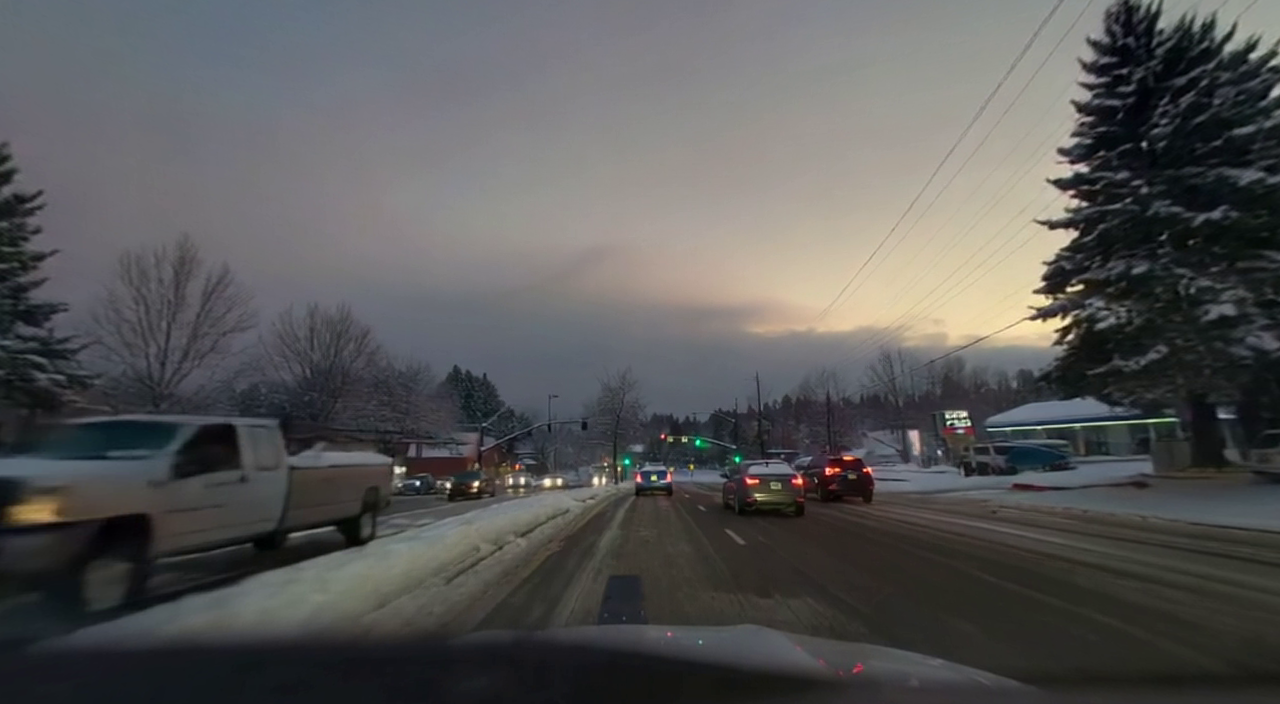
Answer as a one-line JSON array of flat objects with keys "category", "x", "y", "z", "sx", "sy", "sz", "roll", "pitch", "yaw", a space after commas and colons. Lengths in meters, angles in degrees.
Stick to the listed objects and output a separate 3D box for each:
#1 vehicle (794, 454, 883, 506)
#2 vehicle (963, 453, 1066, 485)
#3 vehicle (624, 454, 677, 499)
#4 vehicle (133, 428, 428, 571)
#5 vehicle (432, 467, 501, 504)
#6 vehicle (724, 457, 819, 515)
[{"category": "vehicle", "x": 7.514, "y": 4.855, "z": 24.403, "sx": 2.040, "sy": 1.738, "sz": 4.414, "roll": -1, "pitch": -9, "yaw": 1}, {"category": "vehicle", "x": 22.318, "y": 6.982, "z": 37.738, "sx": 4.718, "sy": 1.628, "sz": 2.008, "roll": -3, "pitch": -9, "yaw": 5}, {"category": "vehicle", "x": 0.504, "y": 5.677, "z": 29.150, "sx": 2.210, "sy": 1.861, "sz": 4.280, "roll": -1, "pitch": -9, "yaw": 2}, {"category": "vehicle", "x": -5.264, "y": 2.218, "z": 10.183, "sx": 2.180, "sy": 1.646, "sz": 4.467, "roll": -3, "pitch": -9, "yaw": -1}, {"category": "vehicle", "x": -8.340, "y": 6.449, "z": 30.787, "sx": 1.906, "sy": 1.519, "sz": 4.797, "roll": -1, "pitch": -9, "yaw": 2}, {"category": "vehicle", "x": 3.890, "y": 4.047, "z": 19.531, "sx": 1.963, "sy": 1.484, "sz": 4.609, "roll": -1, "pitch": -9, "yaw": 0}]
